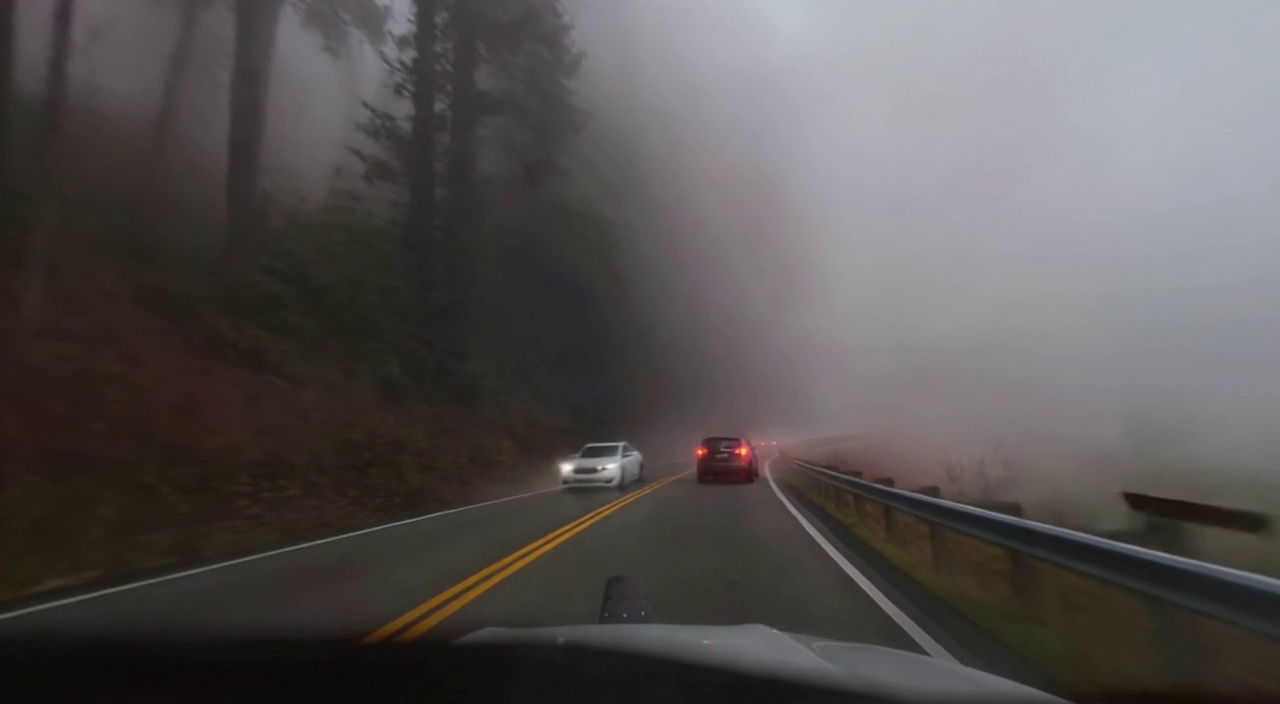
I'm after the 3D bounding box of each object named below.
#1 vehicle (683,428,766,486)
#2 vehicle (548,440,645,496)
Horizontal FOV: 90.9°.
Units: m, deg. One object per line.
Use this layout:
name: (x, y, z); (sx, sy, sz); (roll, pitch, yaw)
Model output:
vehicle: (2.695, 3.241, 19.768); (2.274, 1.583, 4.349); (-1, -8, 9)
vehicle: (-1.239, 3.637, 20.233); (2.143, 1.586, 4.238); (-1, -9, 10)
